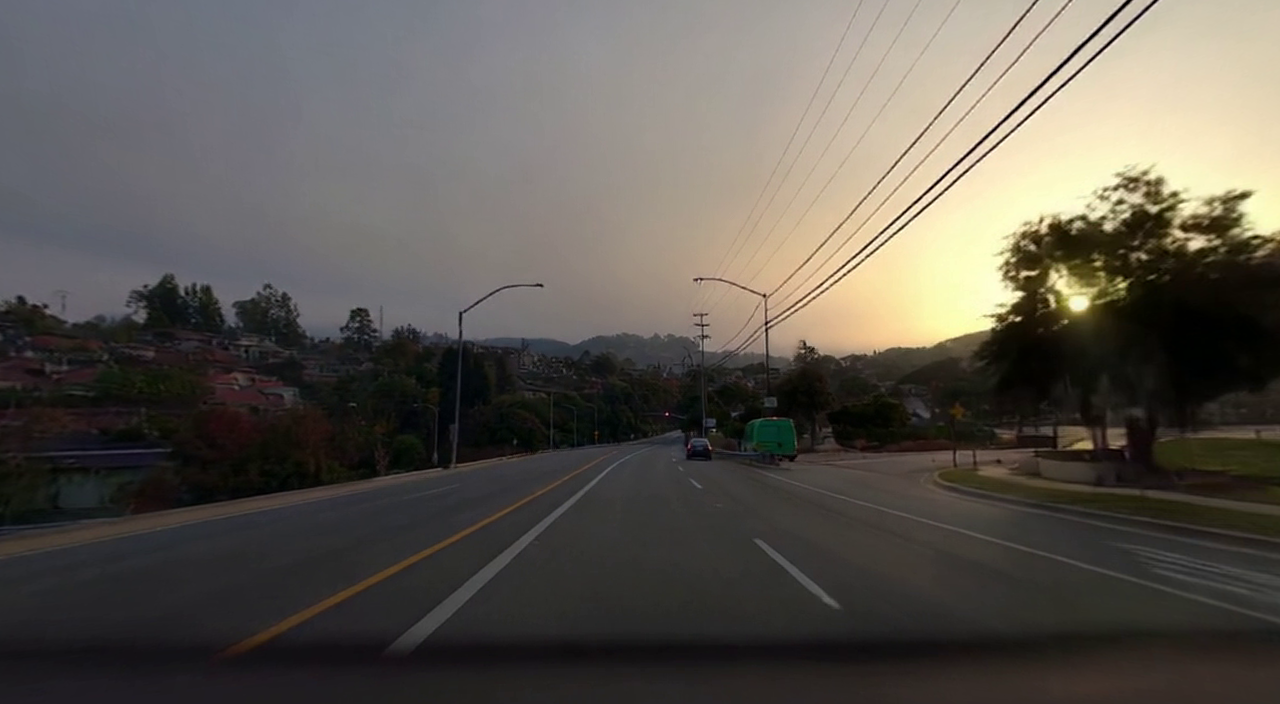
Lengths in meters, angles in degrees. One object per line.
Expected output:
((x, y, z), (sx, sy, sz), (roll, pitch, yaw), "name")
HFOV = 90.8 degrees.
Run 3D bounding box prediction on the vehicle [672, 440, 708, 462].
((3.372, 6.764, 43.269), (2.015, 1.467, 4.117), (0, -8, -1), "vehicle")
